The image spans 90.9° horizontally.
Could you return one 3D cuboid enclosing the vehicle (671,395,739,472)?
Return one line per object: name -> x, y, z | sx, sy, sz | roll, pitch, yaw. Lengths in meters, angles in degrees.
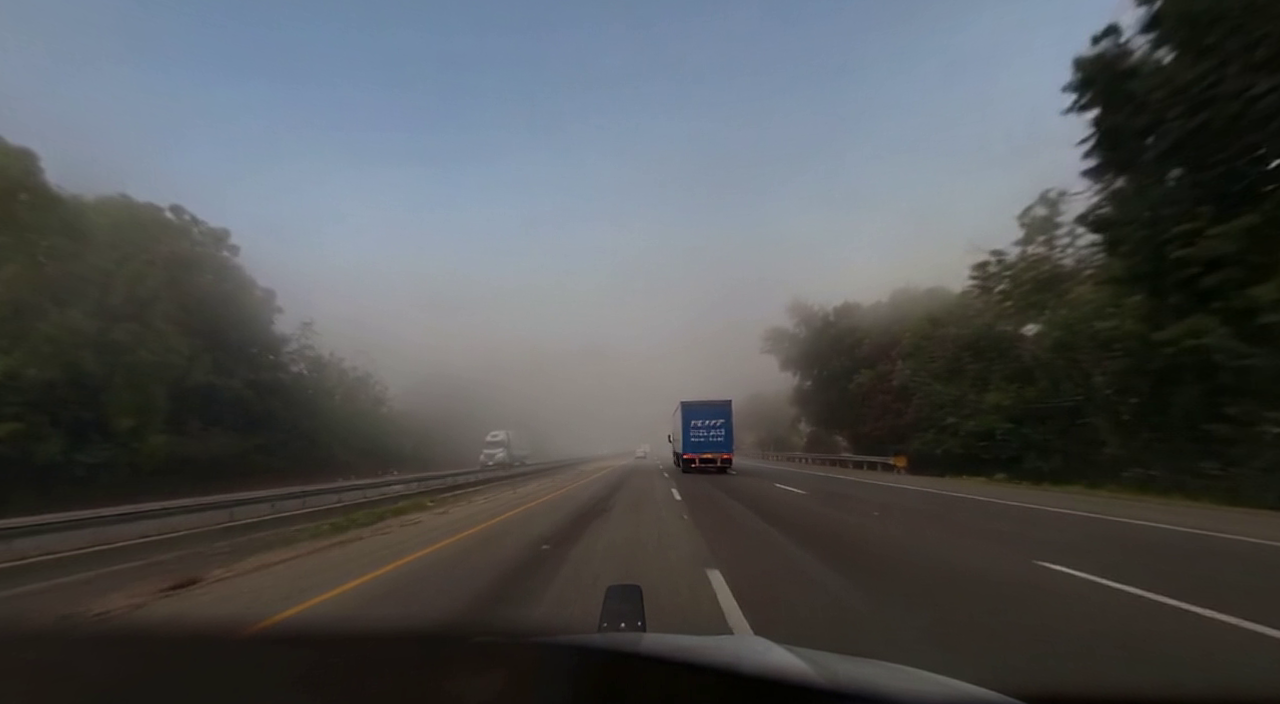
vehicle -> 3.916, 5.469, 41.244 | 3.341, 4.269, 12.252 | 0, -9, 1
